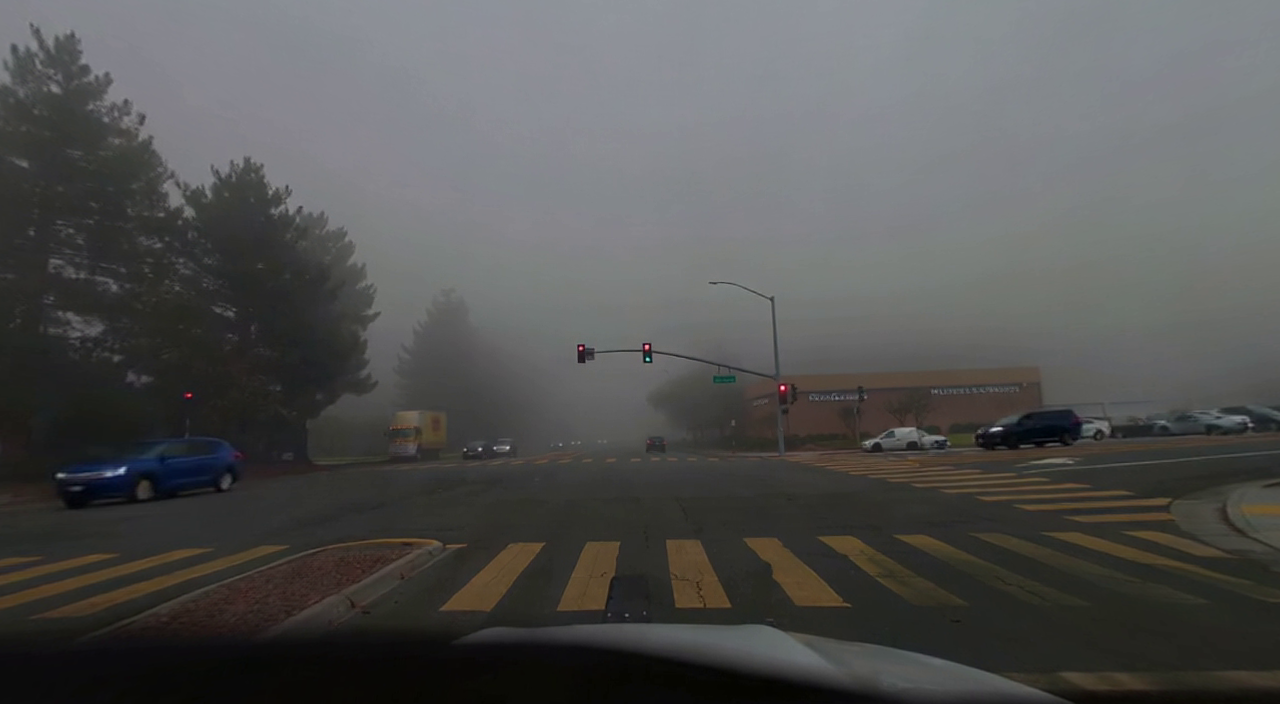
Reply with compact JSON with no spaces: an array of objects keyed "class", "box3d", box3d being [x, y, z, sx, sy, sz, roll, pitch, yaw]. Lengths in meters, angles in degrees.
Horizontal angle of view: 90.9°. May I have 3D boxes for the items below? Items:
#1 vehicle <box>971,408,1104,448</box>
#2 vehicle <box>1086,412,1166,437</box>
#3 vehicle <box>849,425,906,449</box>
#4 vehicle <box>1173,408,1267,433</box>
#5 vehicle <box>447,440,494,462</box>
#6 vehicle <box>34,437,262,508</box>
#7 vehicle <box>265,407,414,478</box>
[{"class":"vehicle","box3d":[17.622,3.415,28.094,4.566,1.670,2.000,0,-8,-2]},{"class":"vehicle","box3d":[31.380,4.728,40.810,1.823,1.480,4.003,0,-8,-3]},{"class":"vehicle","box3d":[17.470,6.257,46.454,3.329,1.415,1.821,-6,-9,2]},{"class":"vehicle","box3d":[38.375,4.599,41.887,1.715,1.480,4.701,0,-8,-1]},{"class":"vehicle","box3d":[-12.087,7.104,45.297,1.996,1.482,4.772,0,-8,0]},{"class":"vehicle","box3d":[-11.824,2.893,15.691,1.996,1.489,4.566,0,-8,0]},{"class":"vehicle","box3d":[-16.618,5.230,36.259,3.161,3.455,11.058,0,-8,0]}]
